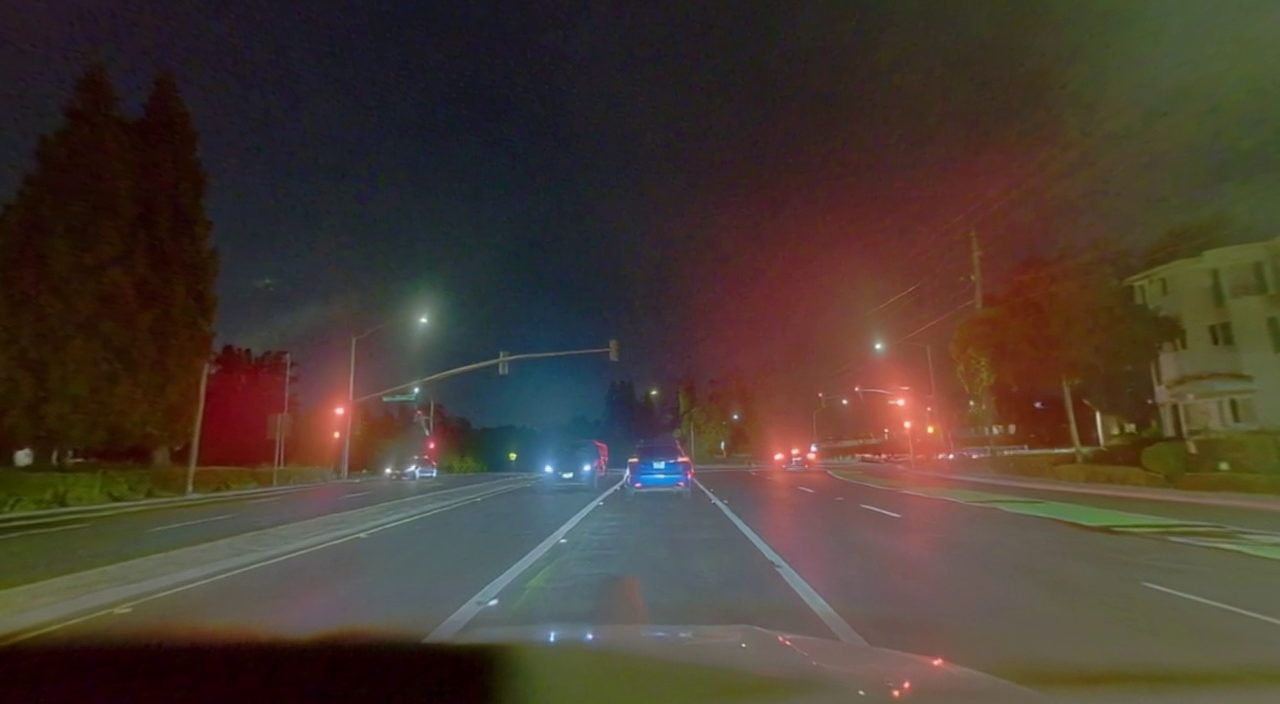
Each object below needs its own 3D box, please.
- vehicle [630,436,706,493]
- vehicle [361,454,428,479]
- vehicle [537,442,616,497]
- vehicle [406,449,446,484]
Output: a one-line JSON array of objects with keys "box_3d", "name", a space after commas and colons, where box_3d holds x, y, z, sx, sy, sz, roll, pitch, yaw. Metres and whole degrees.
[{"box_3d": [0.881, 3.733, 21.293, 2.286, 1.701, 4.395, 0, -9, 1], "name": "vehicle"}, {"box_3d": [-18.288, 8.513, 47.095, 4.685, 1.746, 2.095, -5, -10, 30], "name": "vehicle"}, {"box_3d": [-1.829, 3.555, 19.448, 1.923, 1.498, 3.887, 0, -9, 2], "name": "vehicle"}, {"box_3d": [-12.283, 6.546, 36.482, 2.005, 1.702, 4.697, 0, -8, -16], "name": "vehicle"}]
